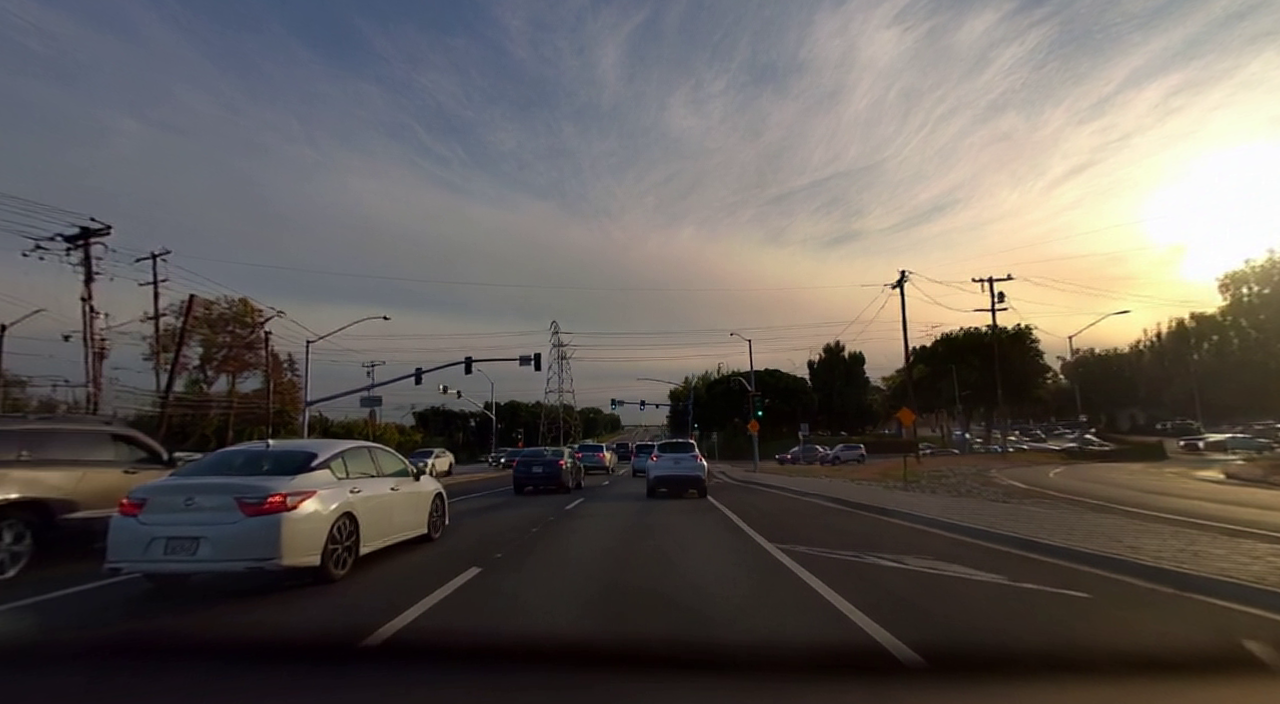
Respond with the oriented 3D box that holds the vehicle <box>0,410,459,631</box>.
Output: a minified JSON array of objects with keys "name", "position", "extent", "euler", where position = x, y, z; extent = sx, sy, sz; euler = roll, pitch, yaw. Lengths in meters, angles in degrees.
[{"name":"vehicle","position":[-3.755,1.593,6.999],"extent":[2.018,1.621,4.441],"euler":[0,-9,2]}]

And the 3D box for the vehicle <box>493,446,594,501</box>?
[{"name":"vehicle","position":[-2.740,3.570,18.984],"extent":[2.105,1.436,4.311],"euler":[-1,-9,4]}]

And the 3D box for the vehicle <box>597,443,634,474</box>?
[{"name":"vehicle","position":[-1.472,6.546,38.889],"extent":[1.788,1.773,3.731],"euler":[-1,-9,5]}]

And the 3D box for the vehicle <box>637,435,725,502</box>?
[{"name":"vehicle","position":[1.121,3.256,18.014],"extent":[2.205,1.691,3.937],"euler":[-1,-9,2]}]
